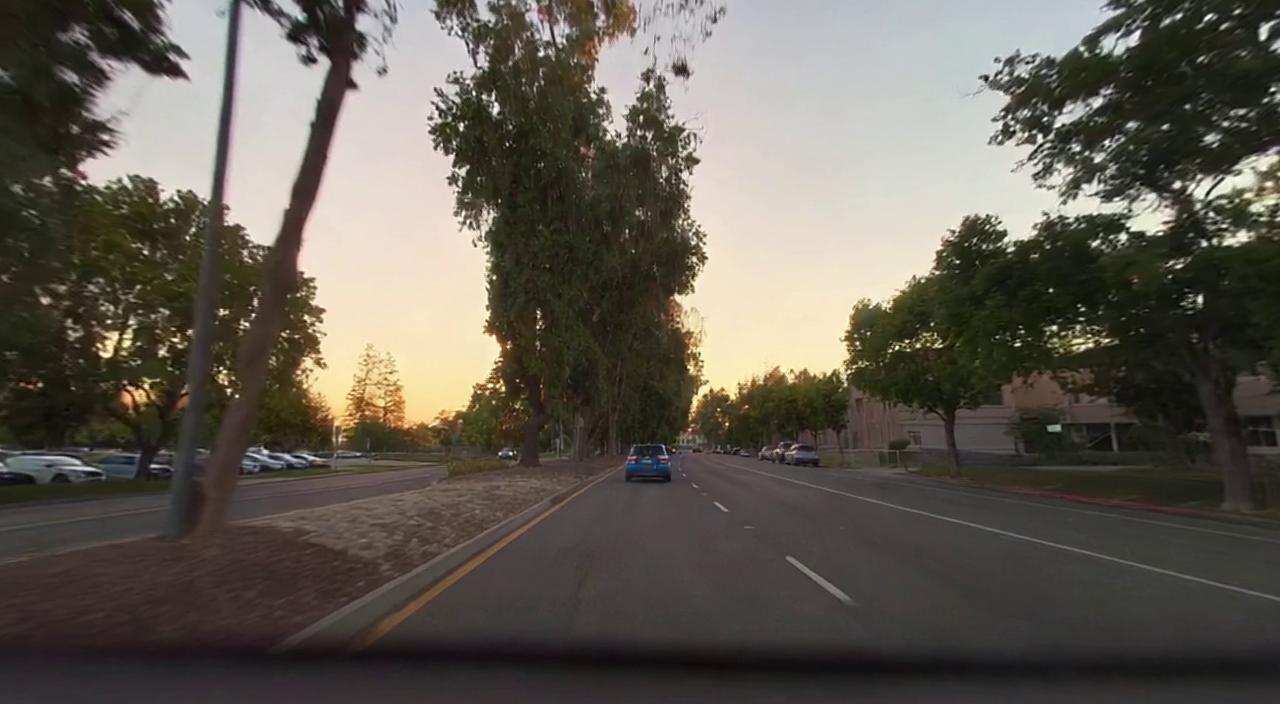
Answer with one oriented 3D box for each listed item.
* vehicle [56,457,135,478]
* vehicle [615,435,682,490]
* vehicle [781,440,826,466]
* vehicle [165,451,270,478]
[{"bbox_3d":[-41.767,8.828,48.559,4.109,1.496,1.929,1,-9,-9],"label":"vehicle"},{"bbox_3d":[0.301,3.750,21.796,2.085,1.693,4.301,0,-8,1],"label":"vehicle"},{"bbox_3d":[12.306,7.667,48.009,2.139,1.849,5.246,0,-8,2],"label":"vehicle"},{"bbox_3d":[-23.792,6.349,35.719,4.490,1.407,1.864,1,-8,-5],"label":"vehicle"}]
